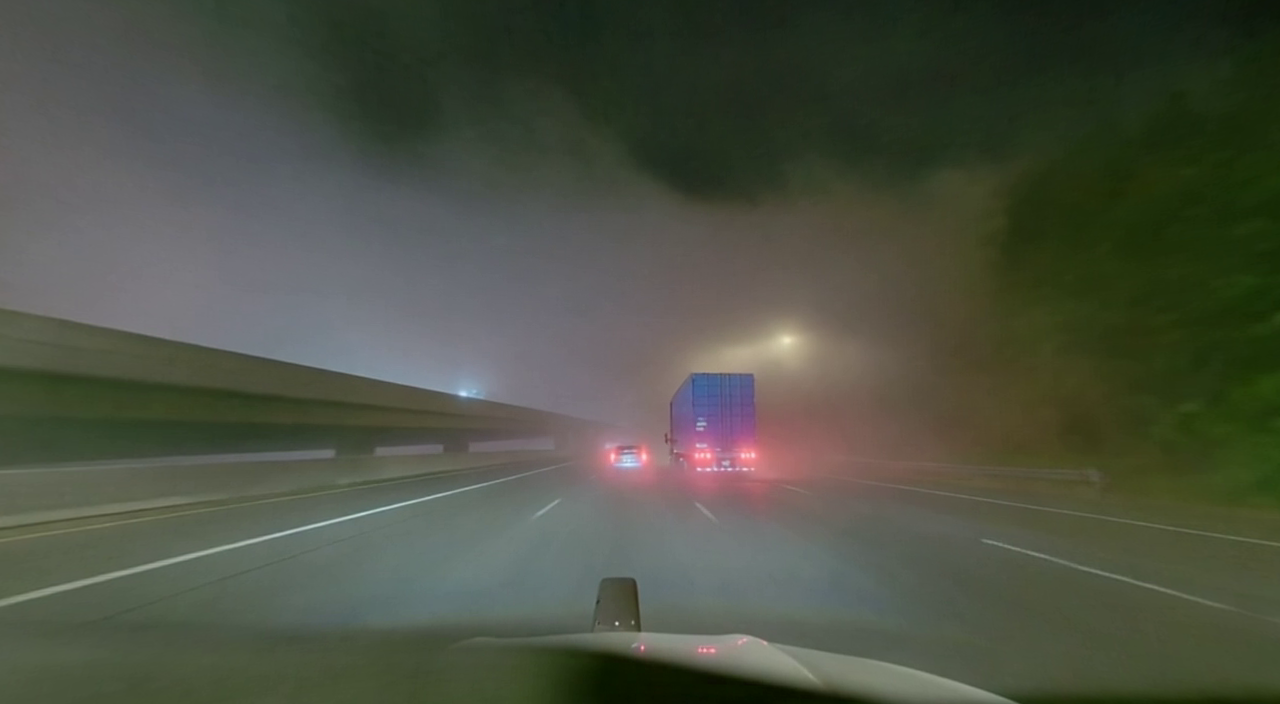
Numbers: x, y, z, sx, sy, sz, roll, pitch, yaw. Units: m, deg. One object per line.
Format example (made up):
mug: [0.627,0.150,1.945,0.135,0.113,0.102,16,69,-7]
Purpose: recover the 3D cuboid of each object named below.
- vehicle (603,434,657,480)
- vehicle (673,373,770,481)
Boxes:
vehicle: [-0.375,4.377,26.544,2.077,1.716,4.514,0,-9,0]
vehicle: [3.306,3.546,28.766,2.964,4.063,10.072,0,-9,-1]
